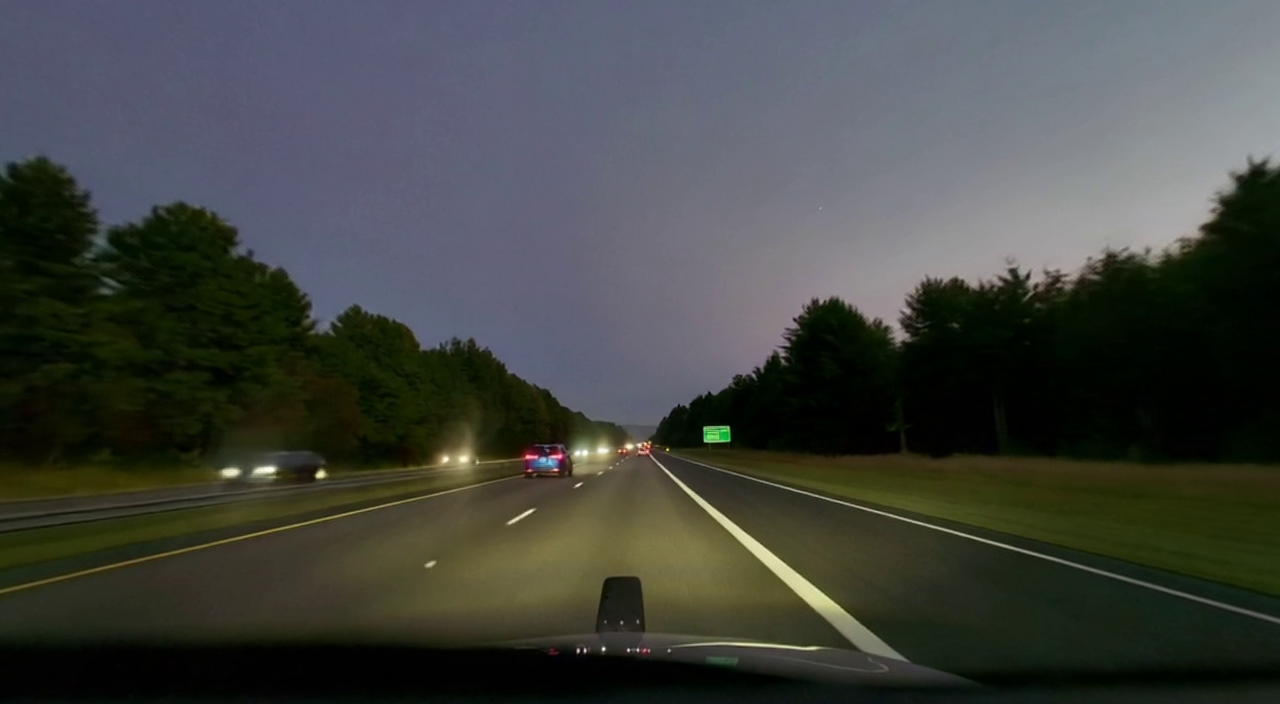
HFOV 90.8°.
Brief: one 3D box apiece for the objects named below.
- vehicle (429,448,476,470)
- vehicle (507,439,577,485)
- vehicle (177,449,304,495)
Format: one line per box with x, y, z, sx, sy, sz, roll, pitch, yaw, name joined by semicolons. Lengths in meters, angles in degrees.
-13.057;7.476;44.276;1.954;1.462;4.239;0;-9;1;vehicle
-3.942;4.505;26.197;2.110;1.727;4.607;0;-9;1;vehicle
-13.531;4.063;21.690;1.828;1.414;3.803;0;-9;1;vehicle
